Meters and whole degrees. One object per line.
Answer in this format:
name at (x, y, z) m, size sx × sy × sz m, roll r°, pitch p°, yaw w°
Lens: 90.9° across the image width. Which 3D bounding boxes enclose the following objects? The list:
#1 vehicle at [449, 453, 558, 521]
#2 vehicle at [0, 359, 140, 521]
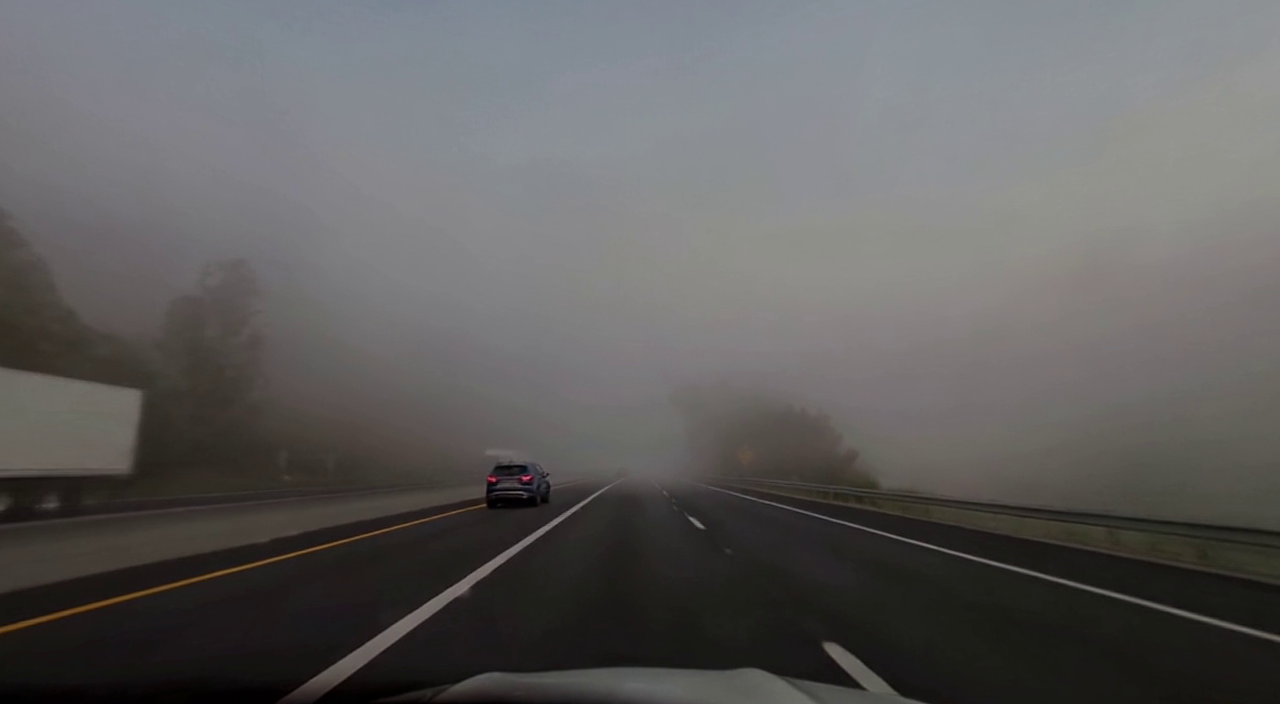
vehicle at (-3.796, 3.887, 18.489) m, size 2.053 × 1.657 × 4.725 m, roll 1°, pitch -11°, yaw 1°
vehicle at (-17.528, 2.209, 15.951) m, size 2.820 × 4.017 × 8.039 m, roll 1°, pitch -11°, yaw 0°
